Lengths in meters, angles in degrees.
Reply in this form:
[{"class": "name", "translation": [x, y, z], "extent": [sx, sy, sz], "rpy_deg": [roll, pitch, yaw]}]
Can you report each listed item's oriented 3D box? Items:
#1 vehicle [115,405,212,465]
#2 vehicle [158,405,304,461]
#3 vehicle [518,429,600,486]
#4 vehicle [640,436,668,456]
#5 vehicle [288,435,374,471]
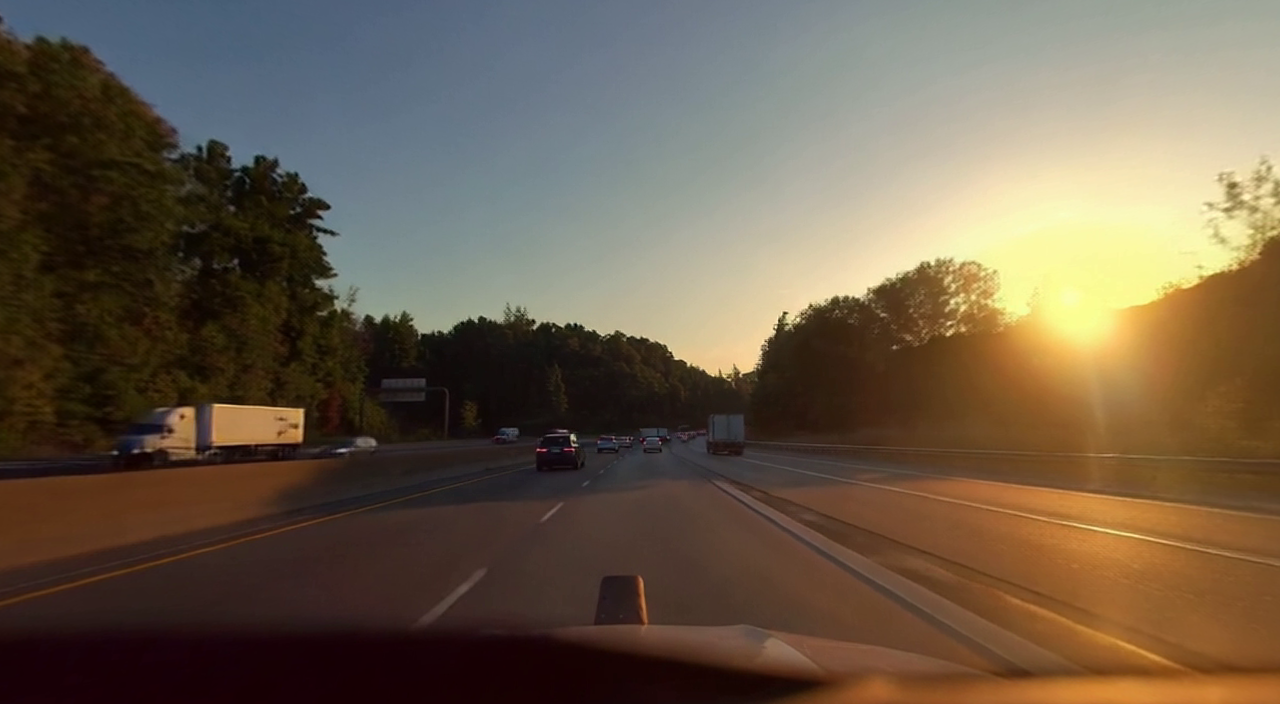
[{"class": "vehicle", "translation": [-31.574, 5.521, 41.973], "extent": [3.154, 3.765, 3.782], "rpy_deg": [0, -7, 3]}, {"class": "vehicle", "translation": [-31.581, 6.452, 49.744], "extent": [3.007, 3.823, 12.412], "rpy_deg": [0, -8, 1]}, {"class": "vehicle", "translation": [-2.424, 3.273, 19.985], "extent": [2.137, 1.618, 4.209], "rpy_deg": [0, -8, -1]}, {"class": "vehicle", "translation": [1.048, 7.021, 47.245], "extent": [2.004, 1.465, 3.842], "rpy_deg": [0, -8, 0]}, {"class": "vehicle", "translation": [-15.710, 5.137, 32.365], "extent": [2.000, 1.692, 4.497], "rpy_deg": [0, -8, 2]}]
